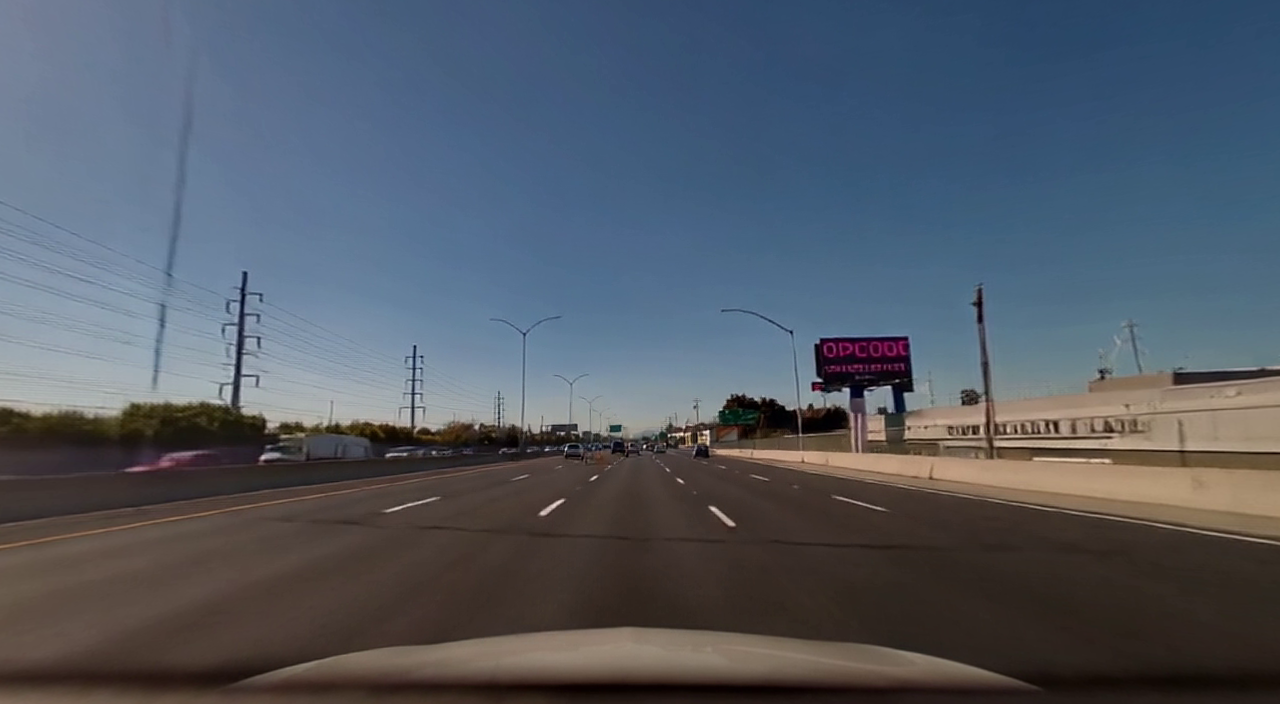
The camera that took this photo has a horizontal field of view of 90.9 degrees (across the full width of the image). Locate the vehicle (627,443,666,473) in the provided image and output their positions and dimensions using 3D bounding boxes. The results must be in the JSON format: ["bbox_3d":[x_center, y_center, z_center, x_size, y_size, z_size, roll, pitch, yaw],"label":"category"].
[{"bbox_3d":[0.320,5.510,32.887,1.891,1.444,3.968,0,-8,0],"label":"vehicle"}]

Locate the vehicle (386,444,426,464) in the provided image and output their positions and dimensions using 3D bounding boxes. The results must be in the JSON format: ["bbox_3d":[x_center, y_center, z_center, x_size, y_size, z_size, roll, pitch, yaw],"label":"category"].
[{"bbox_3d":[-16.360,7.129,44.211,1.440,1.339,3.287,-1,-9,2],"label":"vehicle"}]
